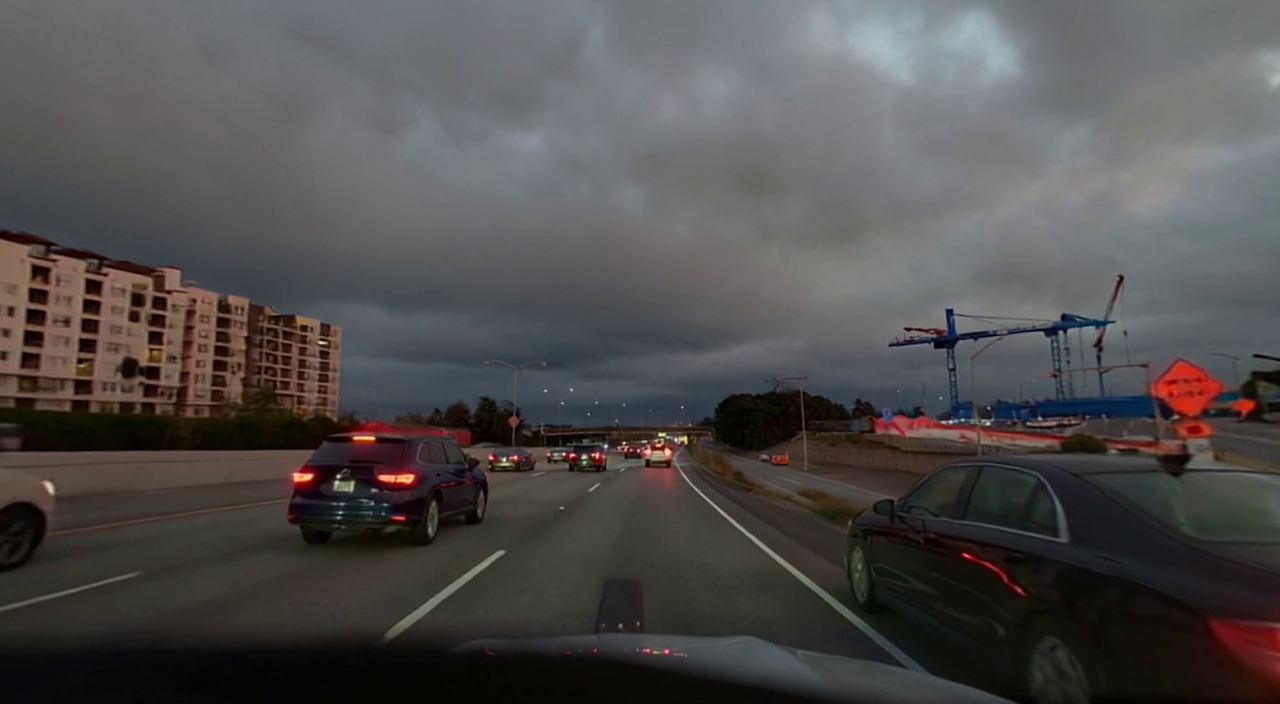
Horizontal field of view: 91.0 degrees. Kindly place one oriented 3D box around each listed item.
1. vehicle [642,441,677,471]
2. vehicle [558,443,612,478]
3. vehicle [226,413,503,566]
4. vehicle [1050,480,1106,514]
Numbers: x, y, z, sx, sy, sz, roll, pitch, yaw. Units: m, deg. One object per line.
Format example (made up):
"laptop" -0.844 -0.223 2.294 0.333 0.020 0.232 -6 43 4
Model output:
"vehicle" 1.222 6.557 39.761 2.116 1.763 4.352 0 -9 1
"vehicle" -2.724 5.526 32.352 2.109 1.657 4.554 0 -8 4
"vehicle" -3.639 1.899 9.459 2.045 1.710 4.382 0 -8 2
"vehicle" 25.166 8.306 36.308 1.873 1.547 4.240 -4 -9 25
